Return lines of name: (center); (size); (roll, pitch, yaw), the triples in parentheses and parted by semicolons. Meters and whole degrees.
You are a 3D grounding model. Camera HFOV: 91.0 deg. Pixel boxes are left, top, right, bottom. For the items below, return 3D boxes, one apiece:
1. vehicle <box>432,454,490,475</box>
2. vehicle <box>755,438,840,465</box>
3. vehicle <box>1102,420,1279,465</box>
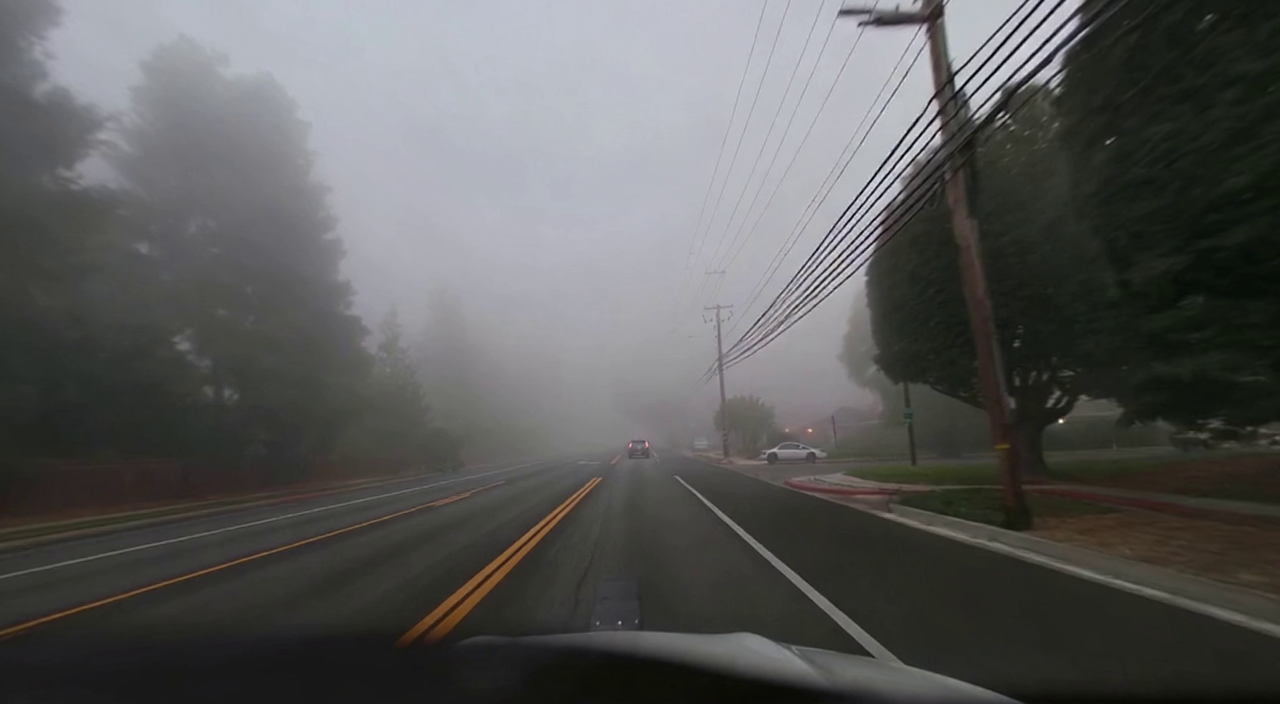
vehicle: (-12.168, 7.674, 43.213); (2.530, 1.265, 4.495); (-1, -8, 2)
vehicle: (8.773, 5.595, 35.403); (4.487, 1.461, 1.874); (-1, -9, 9)
vehicle: (23.927, 3.962, 27.548); (5.449, 1.883, 2.354); (0, -8, 1)
